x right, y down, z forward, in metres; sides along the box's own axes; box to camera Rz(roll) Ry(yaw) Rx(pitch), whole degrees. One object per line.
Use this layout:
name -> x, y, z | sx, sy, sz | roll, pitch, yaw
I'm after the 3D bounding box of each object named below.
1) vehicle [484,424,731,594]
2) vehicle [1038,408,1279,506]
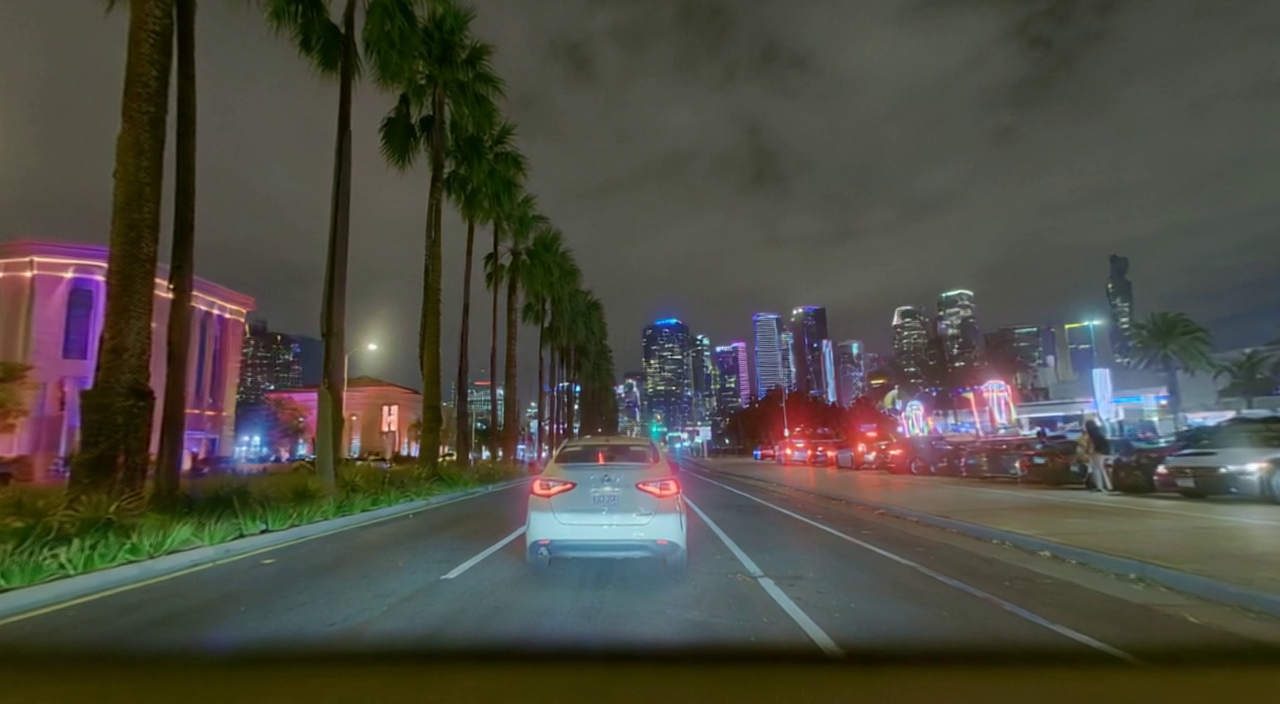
vehicle -> -0.281, 1.725, 7.728 | 2.235, 1.528, 3.876 | 0, -9, 0
vehicle -> 12.887, 2.407, 14.763 | 5.301, 1.962, 2.431 | -3, -8, 4
